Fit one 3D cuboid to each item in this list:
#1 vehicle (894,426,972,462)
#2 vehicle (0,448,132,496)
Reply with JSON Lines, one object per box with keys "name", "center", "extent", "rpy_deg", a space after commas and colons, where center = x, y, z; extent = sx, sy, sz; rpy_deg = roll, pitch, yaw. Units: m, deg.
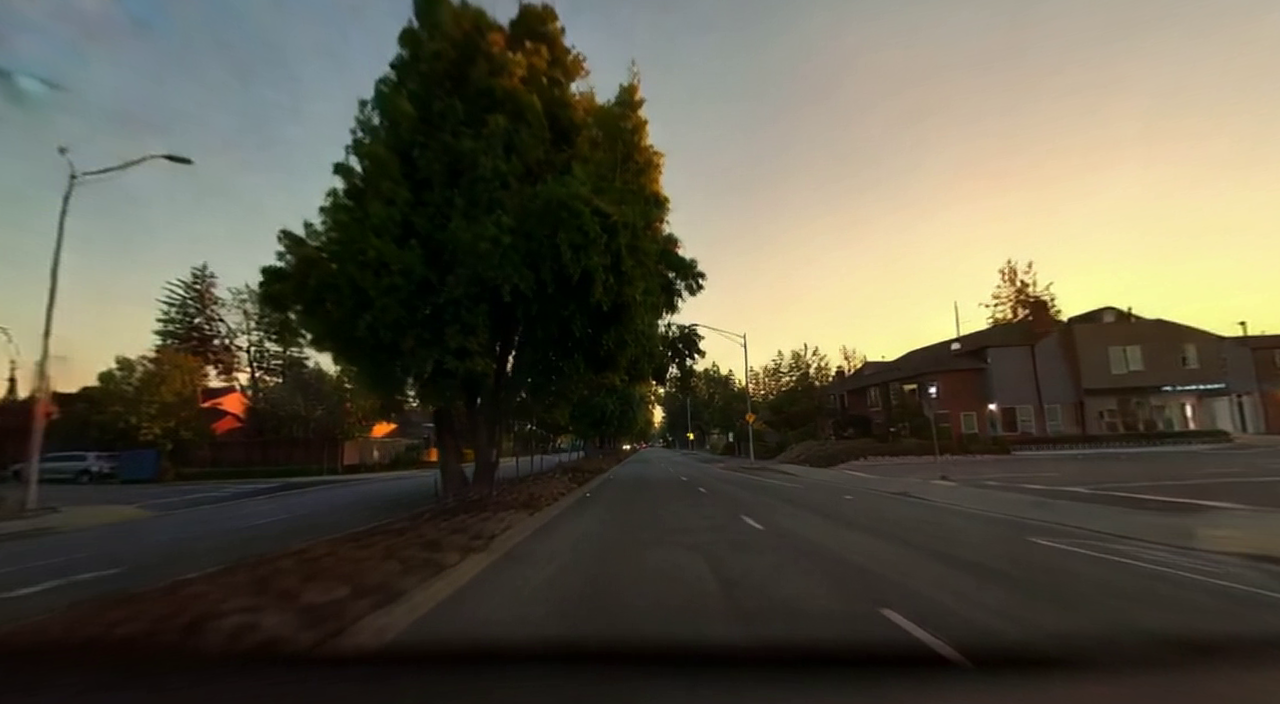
{"name": "vehicle", "center": [17.344, 5.442, 37.711], "extent": [2.314, 1.921, 5.069], "rpy_deg": [-1, -7, 2]}
{"name": "vehicle", "center": [-30.654, 6.236, 33.105], "extent": [5.937, 2.345, 2.252], "rpy_deg": [0, -9, -1]}
